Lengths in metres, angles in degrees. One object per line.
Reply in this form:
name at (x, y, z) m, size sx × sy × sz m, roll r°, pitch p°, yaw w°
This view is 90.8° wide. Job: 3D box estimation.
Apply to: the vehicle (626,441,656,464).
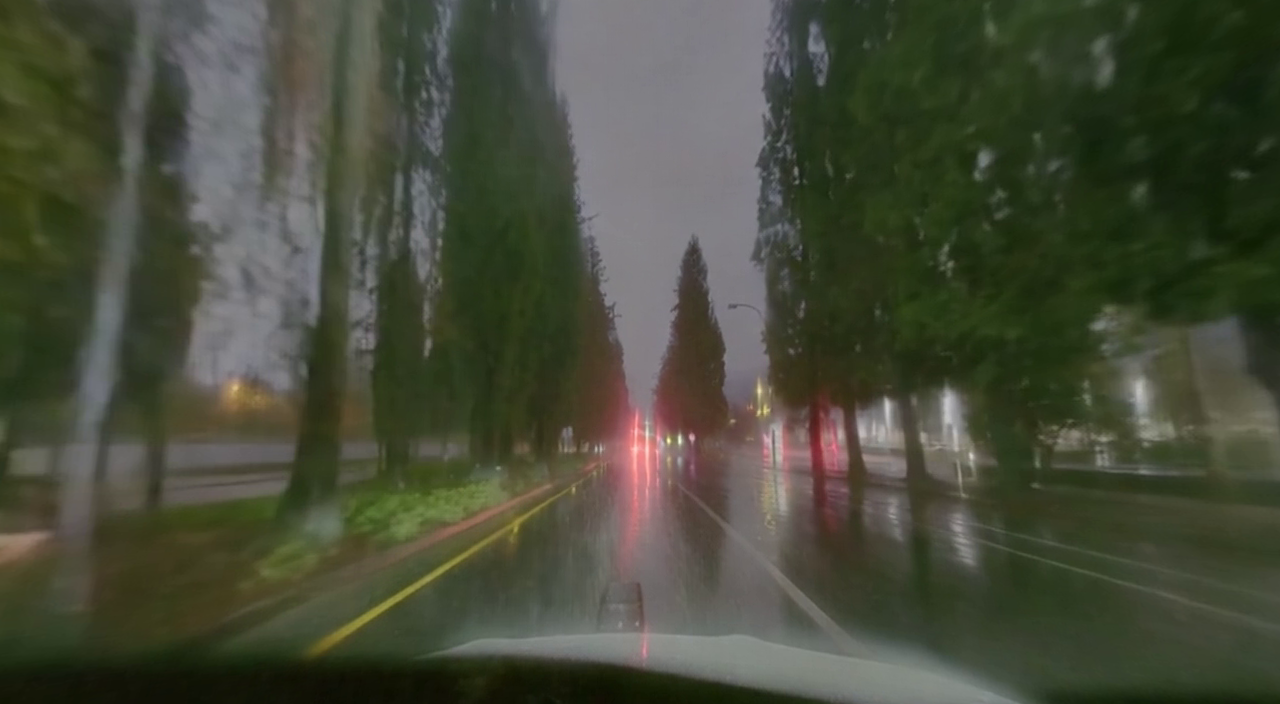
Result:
vehicle at (0.094, 7.240, 45.588) m, size 2.048 × 1.584 × 4.393 m, roll 0°, pitch -8°, yaw 0°
